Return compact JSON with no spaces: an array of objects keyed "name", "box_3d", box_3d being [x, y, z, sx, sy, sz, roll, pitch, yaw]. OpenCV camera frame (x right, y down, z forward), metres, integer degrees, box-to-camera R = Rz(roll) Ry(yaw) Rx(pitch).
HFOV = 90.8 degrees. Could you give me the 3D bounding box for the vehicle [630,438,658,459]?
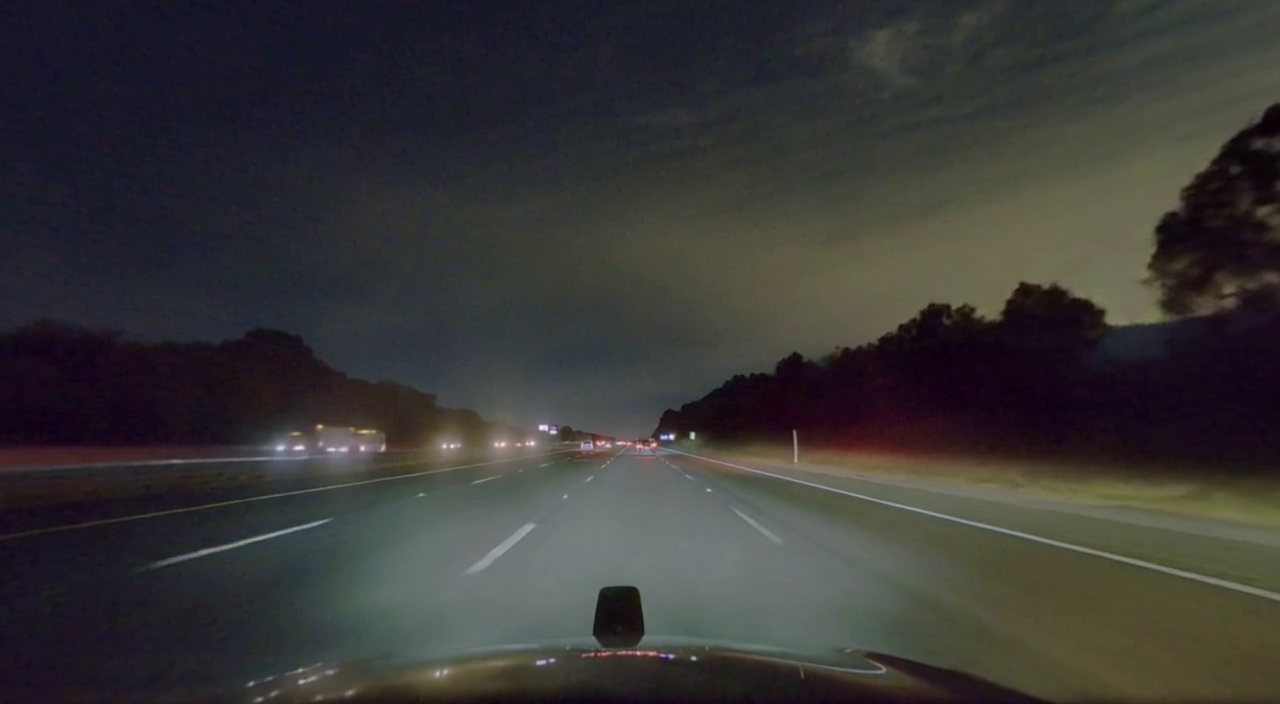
[{"name":"vehicle","box_3d":[0.284,7.487,49.027,2.021,1.528,4.154,0,-8,-1]}]
